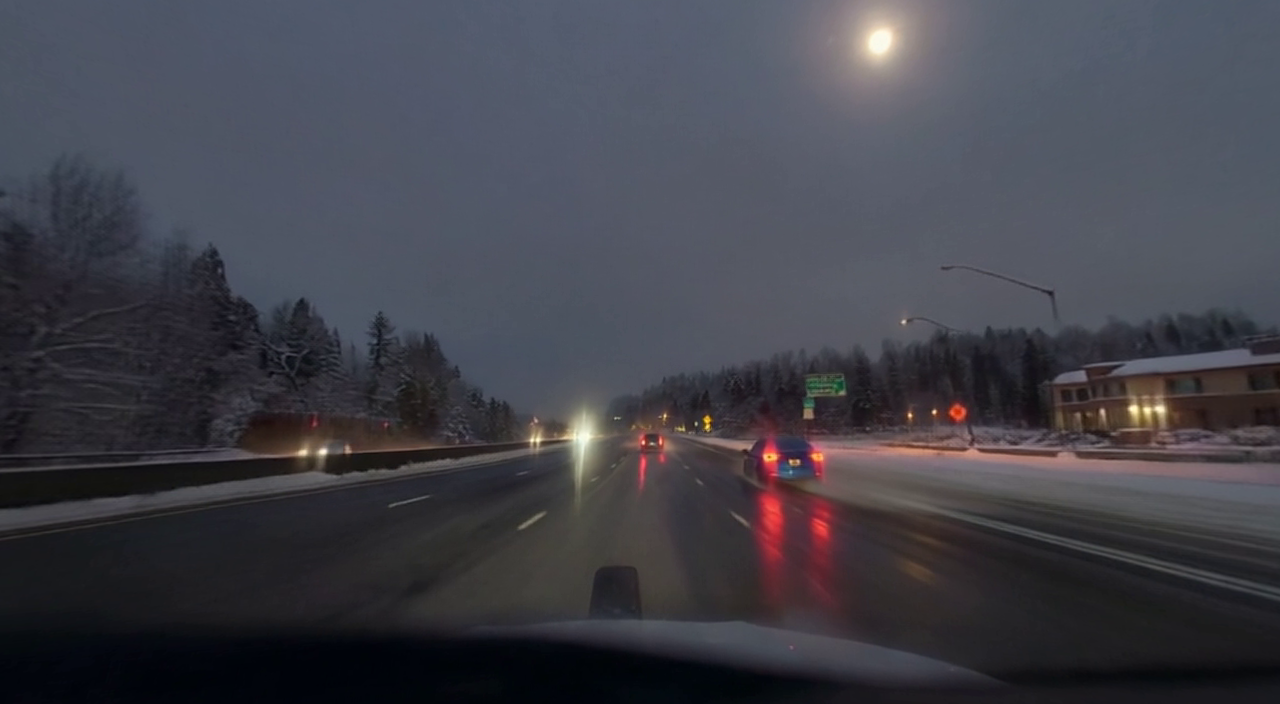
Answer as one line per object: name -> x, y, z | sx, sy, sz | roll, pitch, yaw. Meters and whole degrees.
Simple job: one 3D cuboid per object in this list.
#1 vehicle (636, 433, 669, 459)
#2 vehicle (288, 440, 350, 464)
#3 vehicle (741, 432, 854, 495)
vehicle -> 0.855, 6.582, 44.074 | 2.127, 1.692, 4.382 | 0, -9, 1
vehicle -> -23.881, 7.449, 47.207 | 1.937, 1.623, 4.882 | 0, -9, 2
vehicle -> 4.252, 3.095, 17.902 | 2.029, 1.528, 4.644 | 0, -9, 0
